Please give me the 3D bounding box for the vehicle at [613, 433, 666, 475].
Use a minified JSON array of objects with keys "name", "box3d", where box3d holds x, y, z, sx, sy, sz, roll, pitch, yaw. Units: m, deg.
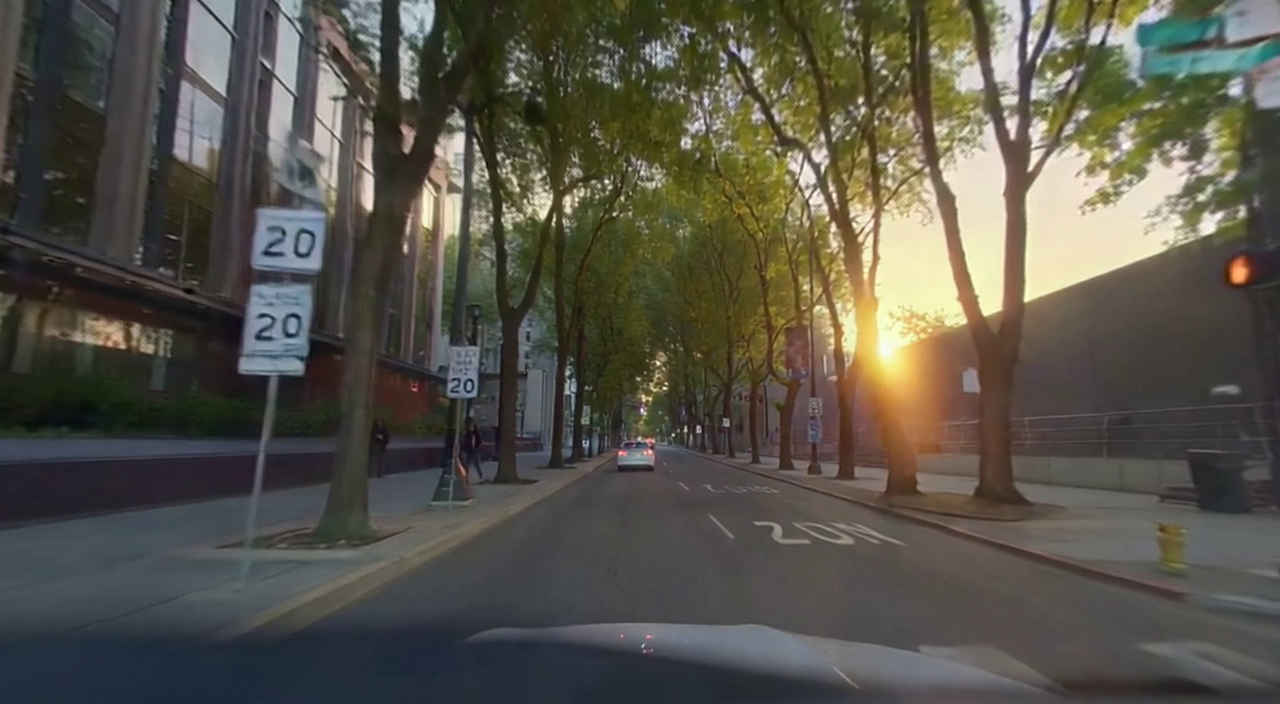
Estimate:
[{"name":"vehicle","box3d":[-0.058,4.253,26.511,2.079,1.621,3.861,0,-8,-1]}]
